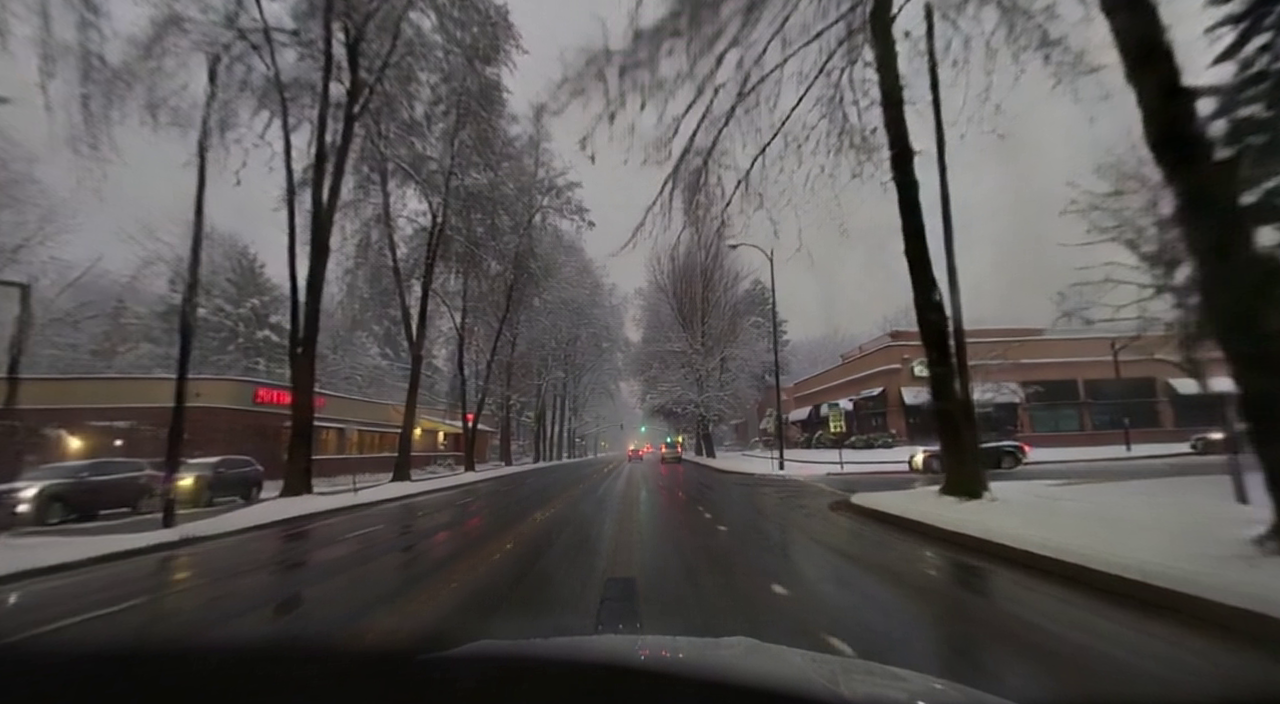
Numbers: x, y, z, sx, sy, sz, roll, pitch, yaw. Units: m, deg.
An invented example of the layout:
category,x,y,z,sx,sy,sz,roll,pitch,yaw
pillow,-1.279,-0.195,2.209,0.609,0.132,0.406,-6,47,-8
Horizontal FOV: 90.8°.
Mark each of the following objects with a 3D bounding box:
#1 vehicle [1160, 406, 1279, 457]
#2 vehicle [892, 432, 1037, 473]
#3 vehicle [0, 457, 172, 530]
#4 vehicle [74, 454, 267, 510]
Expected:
category,x,y,z,sx,sy,sz,roll,pitch,yaw
vehicle,25.110,3.245,25.947,5.444,1.901,2.250,-2,-9,-2
vehicle,12.116,3.790,23.871,4.404,1.445,1.844,-1,-9,7
vehicle,-15.309,3.628,16.445,4.579,1.701,2.033,0,-9,1
vehicle,-15.952,4.413,21.708,4.870,1.762,2.152,0,-9,0
